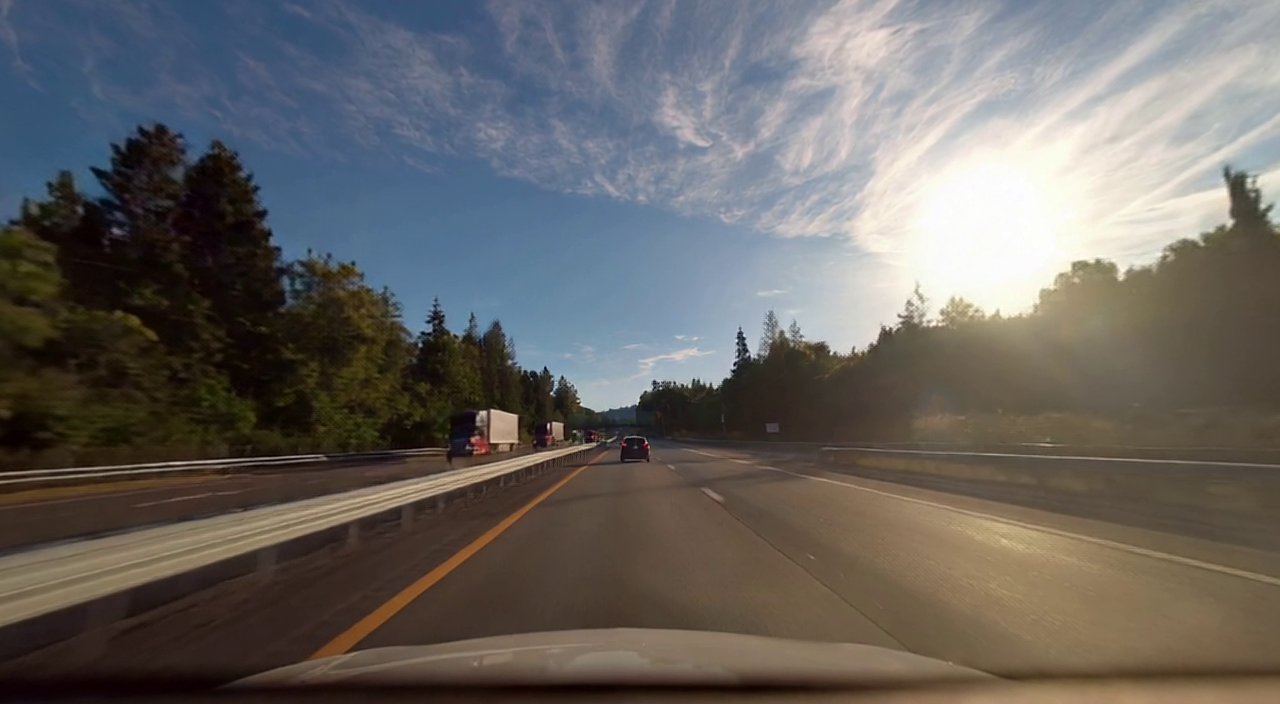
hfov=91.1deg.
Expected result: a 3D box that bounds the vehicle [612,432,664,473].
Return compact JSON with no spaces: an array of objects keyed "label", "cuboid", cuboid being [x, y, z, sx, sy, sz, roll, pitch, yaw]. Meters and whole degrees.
[{"label":"vehicle","cuboid":[-0.131,3.924,24.955,1.897,1.479,3.724,0,-8,-1]}]
